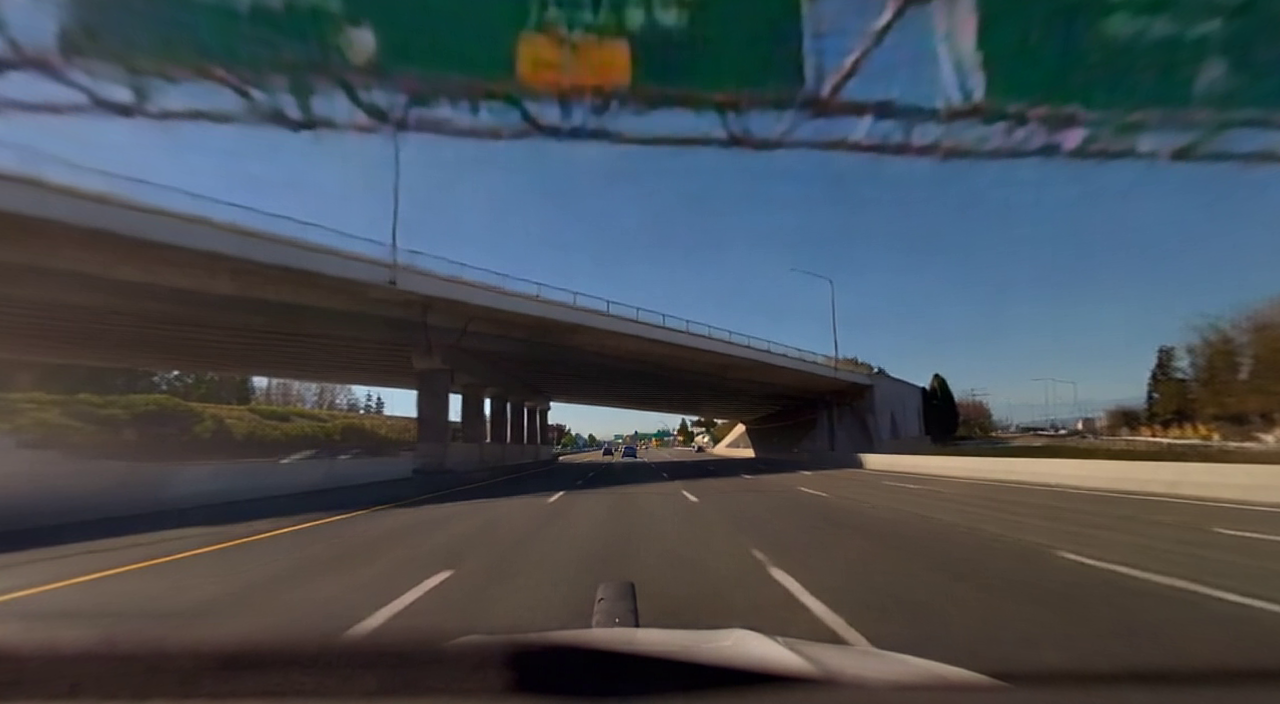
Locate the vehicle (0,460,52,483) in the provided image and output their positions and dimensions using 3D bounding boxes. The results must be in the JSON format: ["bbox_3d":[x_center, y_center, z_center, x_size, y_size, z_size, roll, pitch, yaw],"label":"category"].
[{"bbox_3d":[-42.580,8.066,42.649,1.756,1.437,4.174,0,-9,0],"label":"vehicle"}]
